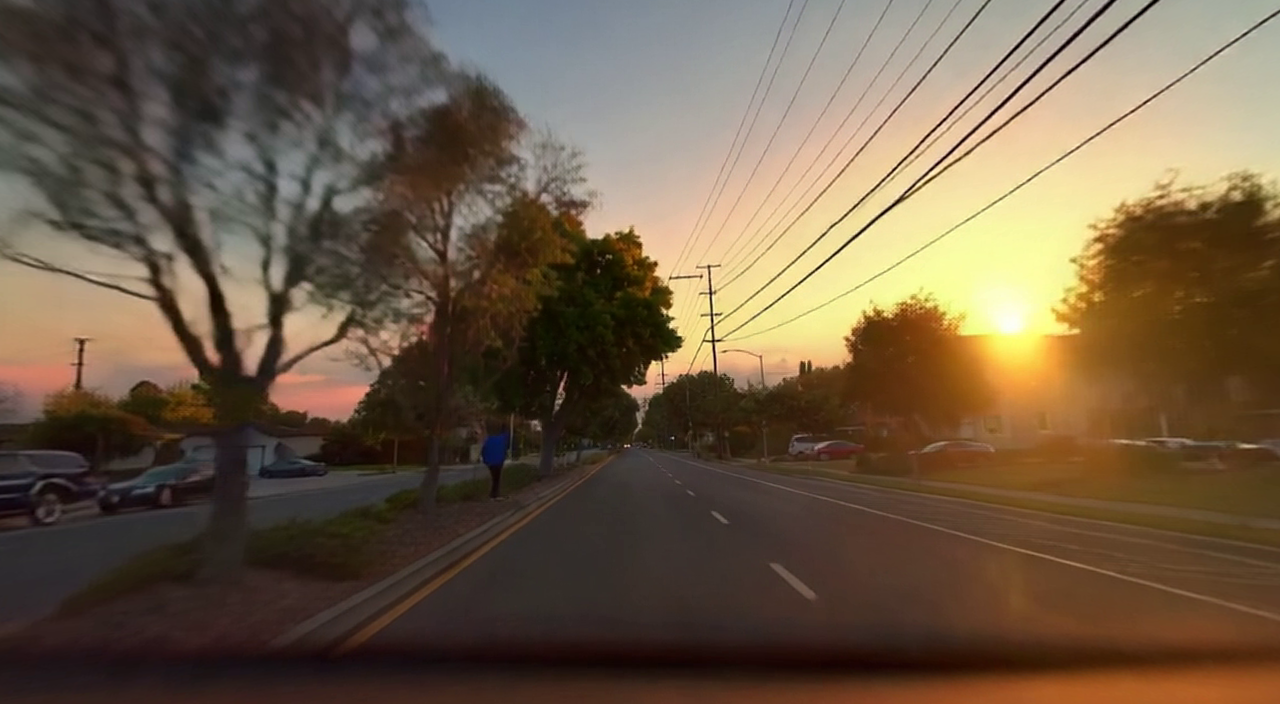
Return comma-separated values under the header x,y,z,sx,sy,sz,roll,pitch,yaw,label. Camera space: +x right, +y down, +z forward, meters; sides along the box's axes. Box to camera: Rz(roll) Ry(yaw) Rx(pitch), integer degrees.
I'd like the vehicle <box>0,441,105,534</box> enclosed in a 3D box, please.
x,y,z,sx,sy,sz,roll,pitch,yaw,label
-14.978,2.990,13.787,2.298,1.979,4.920,-2,-8,0,vehicle

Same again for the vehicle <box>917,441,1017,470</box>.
x,y,z,sx,sy,sz,roll,pitch,yaw,label
17.476,5.547,33.926,4.246,1.427,2.055,0,-9,0,vehicle

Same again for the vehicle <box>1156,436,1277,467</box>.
x,y,z,sx,sy,sz,roll,pitch,yaw,label
33.134,5.717,36.516,1.974,1.647,4.721,2,-9,-15,vehicle

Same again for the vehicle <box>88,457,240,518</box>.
x,y,z,sx,sy,sz,roll,pitch,yaw,label
-15.435,4.366,20.893,2.106,1.517,4.632,-3,-8,-10,vehicle

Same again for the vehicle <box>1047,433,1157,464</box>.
x,y,z,sx,sy,sz,roll,pitch,yaw,label
31.328,6.574,43.078,2.206,1.971,5.600,3,-9,-21,vehicle

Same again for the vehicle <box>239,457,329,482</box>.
x,y,z,sx,sy,sz,roll,pitch,yaw,label
-21.883,7.223,38.980,4.354,1.450,2.043,1,-9,-10,vehicle
